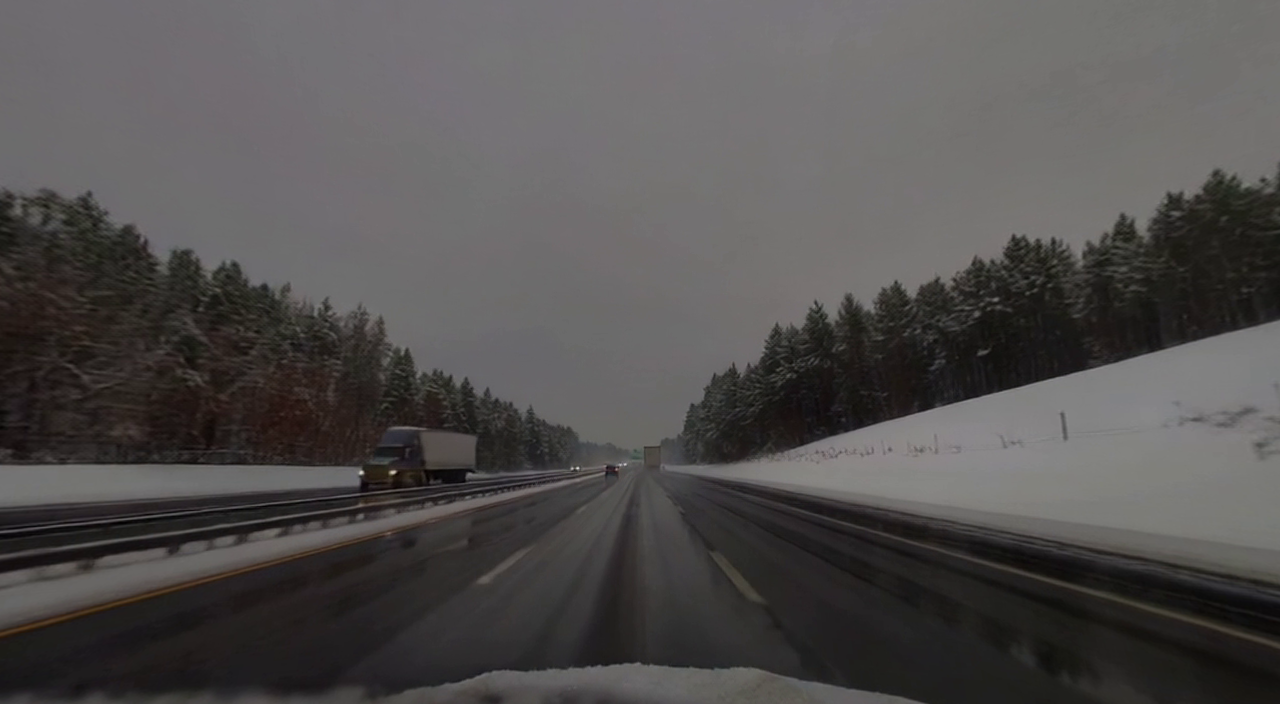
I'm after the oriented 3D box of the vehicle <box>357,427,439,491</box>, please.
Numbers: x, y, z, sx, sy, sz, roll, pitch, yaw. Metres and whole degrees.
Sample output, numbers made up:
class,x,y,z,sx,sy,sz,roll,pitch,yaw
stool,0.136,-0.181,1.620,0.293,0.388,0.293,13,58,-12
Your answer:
class,x,y,z,sx,sy,sz,roll,pitch,yaw
vehicle,-16.219,7.311,42.781,2.919,3.961,5.998,0,-10,2
